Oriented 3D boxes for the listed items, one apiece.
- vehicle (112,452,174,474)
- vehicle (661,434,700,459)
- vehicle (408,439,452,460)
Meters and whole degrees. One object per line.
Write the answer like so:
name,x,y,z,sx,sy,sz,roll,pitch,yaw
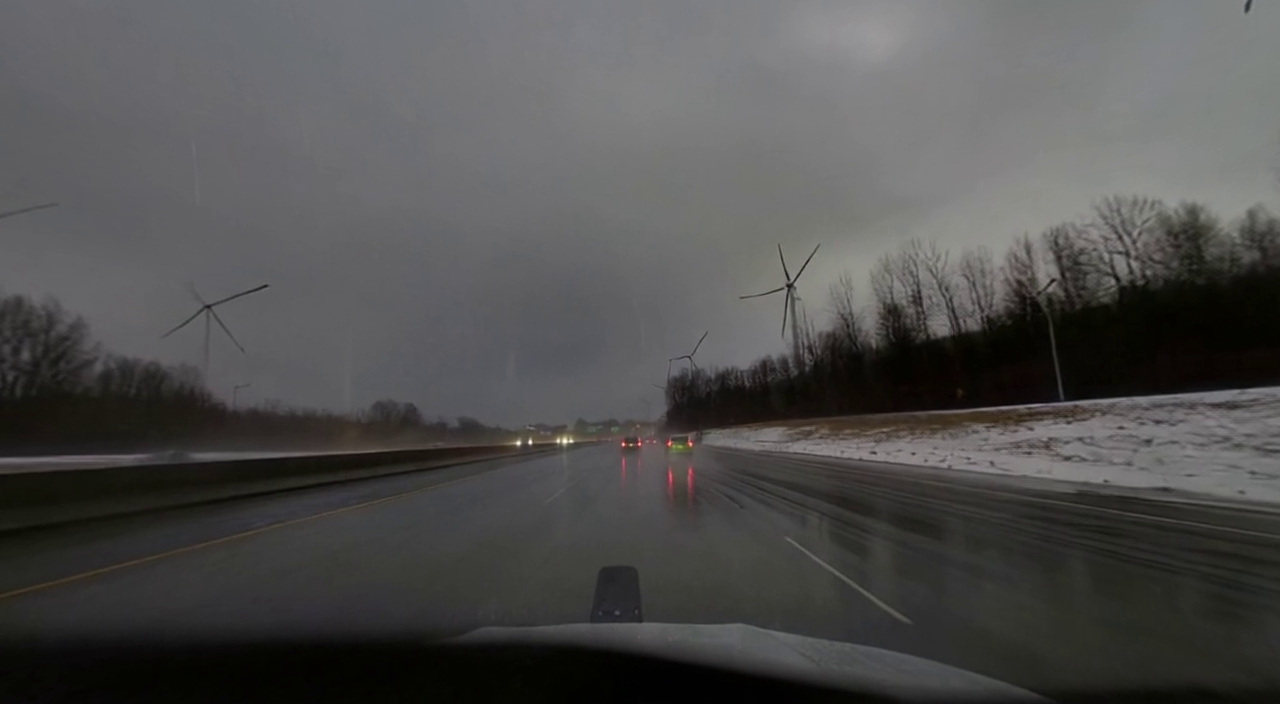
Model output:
vehicle,-38.978,8.684,49.417,1.809,1.498,4.358,1,-8,-9
vehicle,2.531,6.058,40.443,2.041,1.551,3.974,1,-8,-3
vehicle,-16.466,7.644,49.615,1.904,1.539,4.683,0,-8,-1
